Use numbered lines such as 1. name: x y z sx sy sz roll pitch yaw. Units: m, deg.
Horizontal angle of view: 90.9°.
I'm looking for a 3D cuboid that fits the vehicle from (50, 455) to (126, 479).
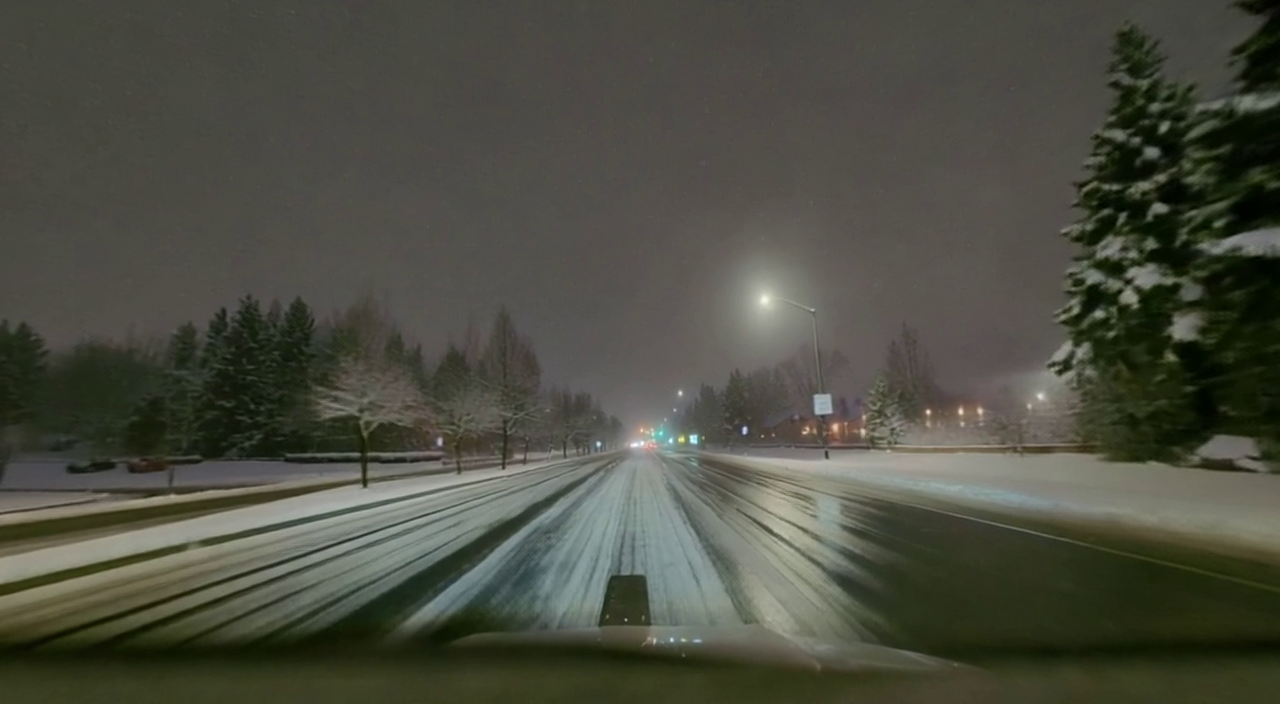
1. vehicle: -43.477 9.054 49.767 1.882 1.684 4.541 0 -8 0
